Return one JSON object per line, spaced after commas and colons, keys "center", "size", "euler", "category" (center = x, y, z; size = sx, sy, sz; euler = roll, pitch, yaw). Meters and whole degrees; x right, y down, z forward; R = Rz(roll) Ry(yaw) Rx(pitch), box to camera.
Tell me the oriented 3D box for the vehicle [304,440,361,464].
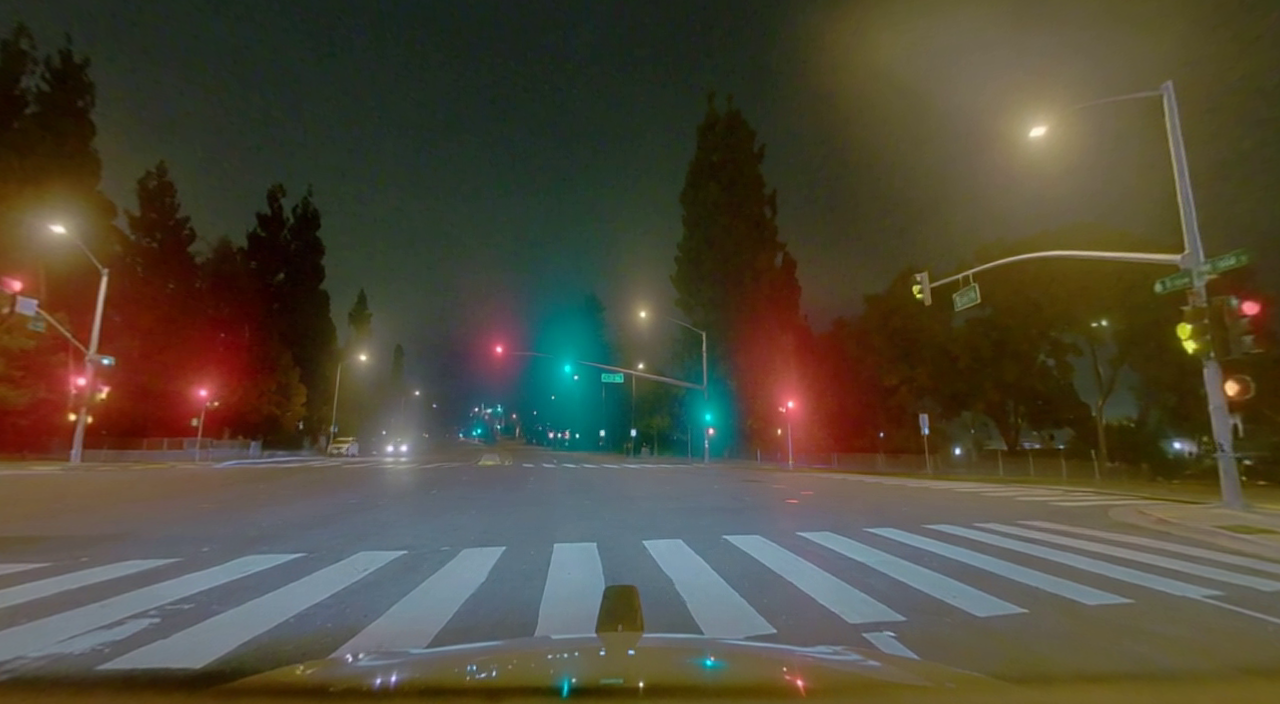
{"center": [-19.726, 6.451, 40.723], "size": [1.918, 1.432, 4.433], "euler": [1, -9, -8], "category": "vehicle"}
